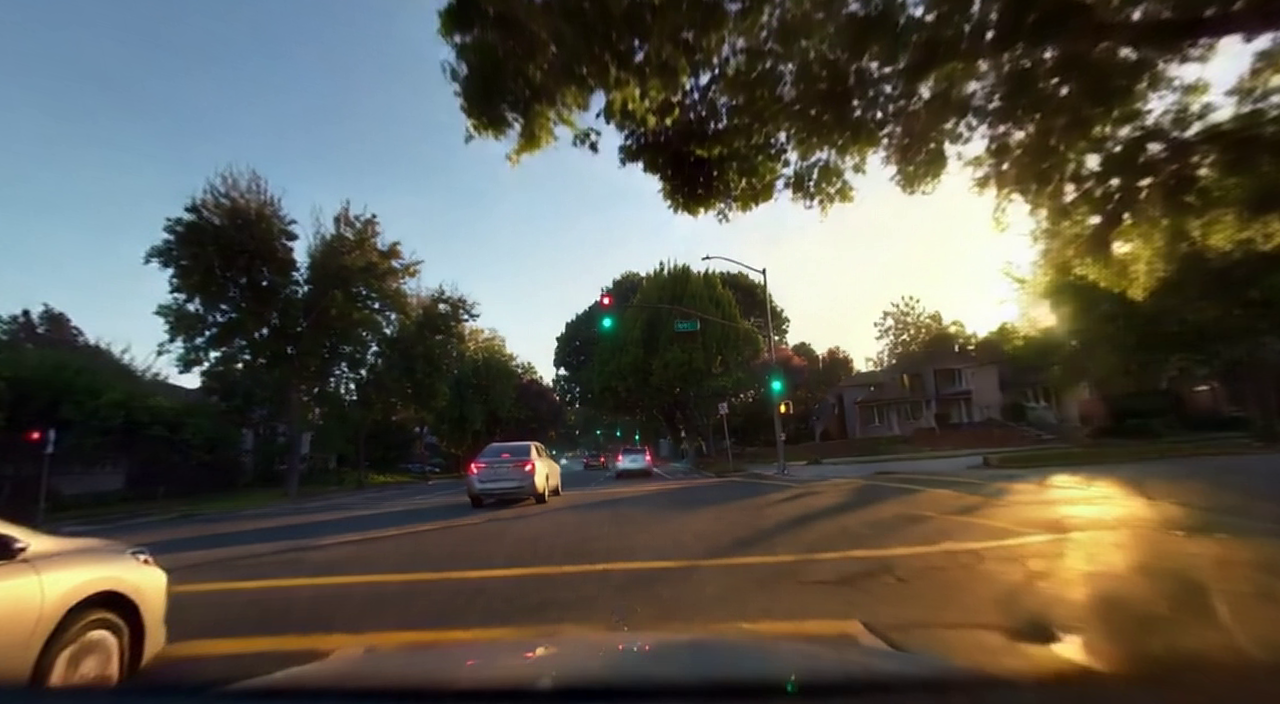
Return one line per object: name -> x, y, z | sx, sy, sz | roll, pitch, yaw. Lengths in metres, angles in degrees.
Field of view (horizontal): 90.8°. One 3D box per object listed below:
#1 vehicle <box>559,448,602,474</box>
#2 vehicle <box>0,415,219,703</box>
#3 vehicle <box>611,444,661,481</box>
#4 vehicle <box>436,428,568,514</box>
vehicle -> -3.700, 6.840, 39.872 | 2.268, 1.522, 4.350 | 0, -8, 0
vehicle -> -3.509, 0.835, 1.387 | 1.934, 1.475, 4.741 | 0, -8, 0
vehicle -> -0.211, 4.854, 28.051 | 2.062, 1.518, 3.901 | 0, -8, -1
vehicle -> -3.175, 2.842, 15.607 | 2.157, 1.771, 4.452 | -1, -8, 1
